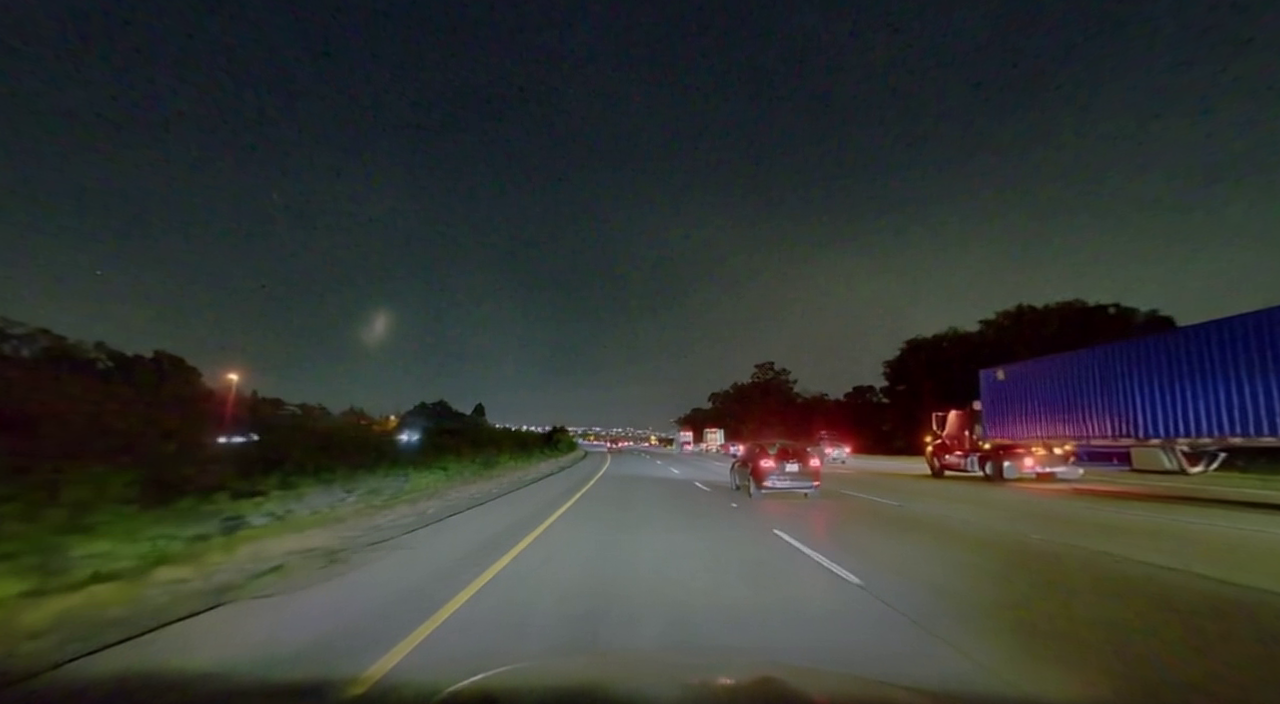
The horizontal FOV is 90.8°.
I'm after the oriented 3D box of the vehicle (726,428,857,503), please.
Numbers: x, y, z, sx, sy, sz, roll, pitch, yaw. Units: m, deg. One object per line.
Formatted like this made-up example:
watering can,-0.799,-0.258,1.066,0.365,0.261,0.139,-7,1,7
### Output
vehicle,3.889,3.017,17.237,2.305,1.729,4.526,0,-8,-2
